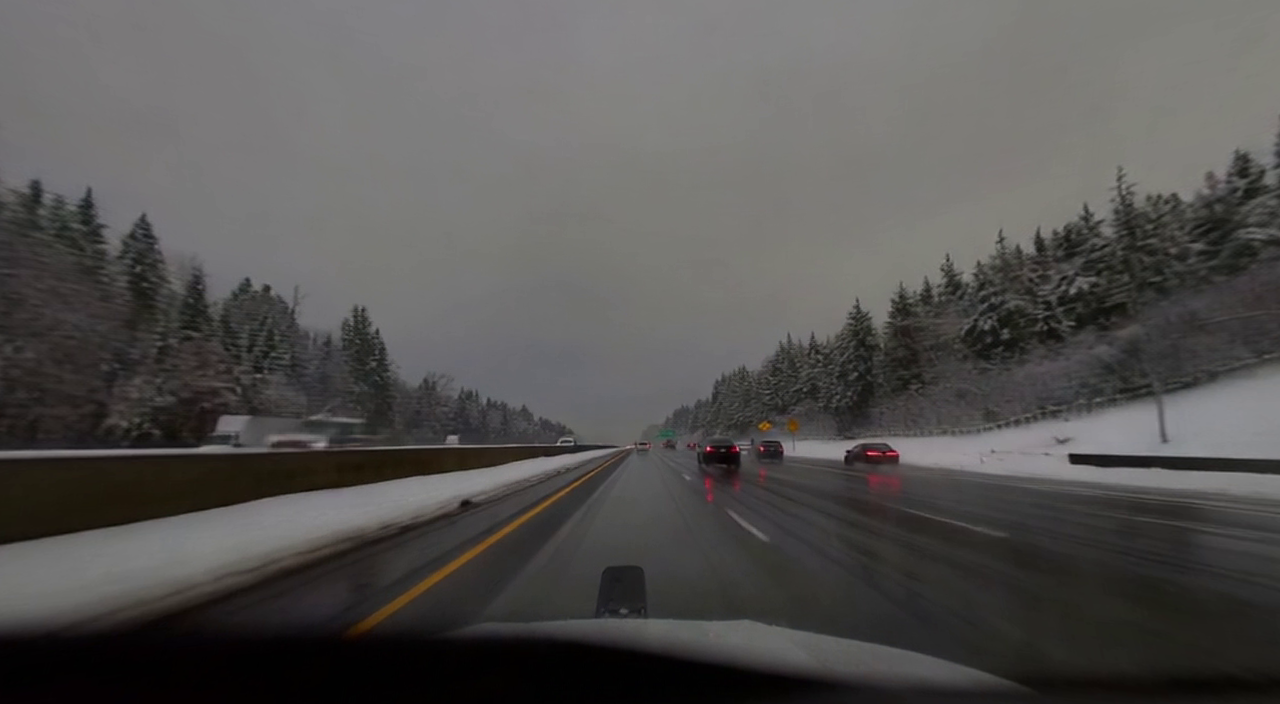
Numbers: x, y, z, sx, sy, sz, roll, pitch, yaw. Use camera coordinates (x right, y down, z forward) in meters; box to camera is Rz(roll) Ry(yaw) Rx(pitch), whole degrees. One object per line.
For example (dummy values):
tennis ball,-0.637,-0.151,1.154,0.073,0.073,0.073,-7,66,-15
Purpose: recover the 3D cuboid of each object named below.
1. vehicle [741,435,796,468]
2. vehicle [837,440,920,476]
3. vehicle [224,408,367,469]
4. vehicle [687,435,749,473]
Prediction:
vehicle,7.224,5.670,35.964,2.178,1.749,4.570,0,-8,0
vehicle,10.554,4.706,28.281,1.970,1.479,4.480,0,-8,0
vehicle,-9.965,2.569,18.641,1.919,1.596,3.866,0,-9,2
vehicle,3.581,4.786,29.780,2.326,1.644,4.206,0,-9,-1
